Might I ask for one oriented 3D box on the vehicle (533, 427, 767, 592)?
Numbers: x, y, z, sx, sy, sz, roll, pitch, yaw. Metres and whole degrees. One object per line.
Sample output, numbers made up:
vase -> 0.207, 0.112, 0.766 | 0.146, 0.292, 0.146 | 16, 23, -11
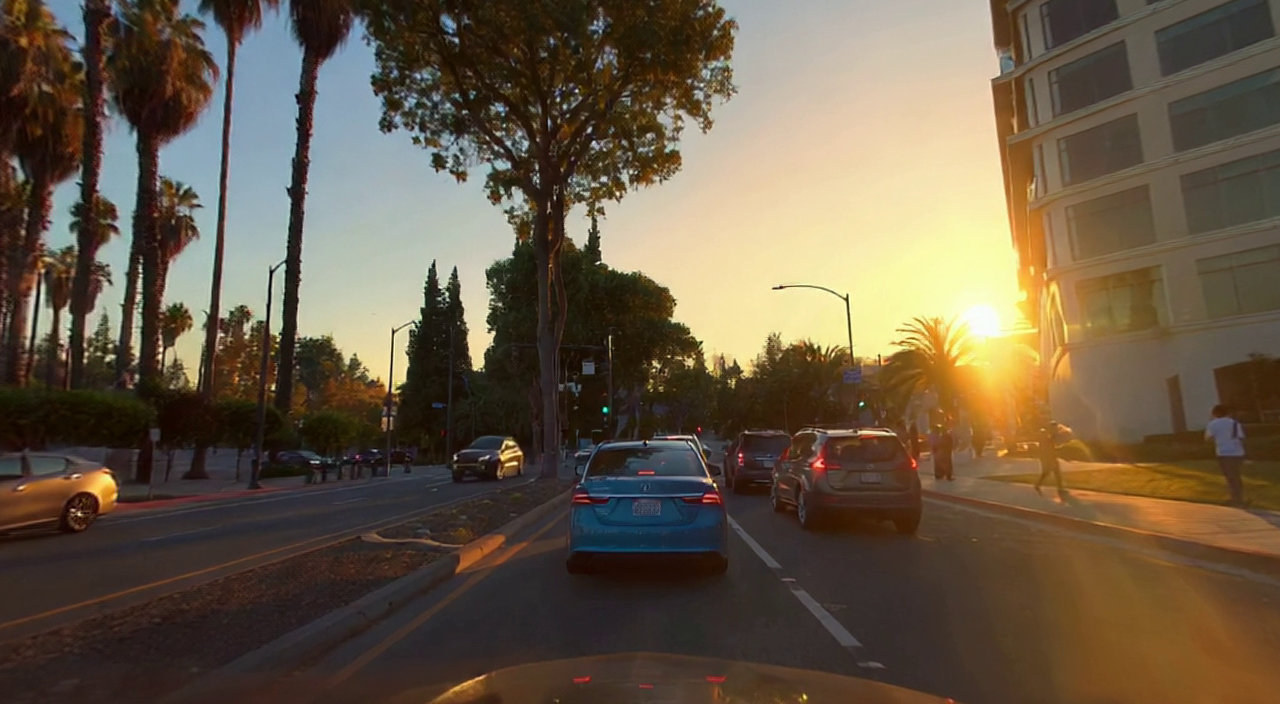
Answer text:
vehicle -> 0.133, 1.712, 7.708 | 2.088, 1.452, 3.993 | 0, -8, 1

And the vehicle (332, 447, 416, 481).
vehicle -> -13.194, 5.558, 31.682 | 1.965, 1.507, 4.725 | -1, -8, 3

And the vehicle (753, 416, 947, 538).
vehicle -> 3.394, 2.109, 11.254 | 2.003, 1.733, 4.319 | 0, -8, 1

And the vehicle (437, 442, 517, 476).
vehicle -> -7.348, 4.860, 28.948 | 1.898, 1.439, 4.540 | -1, -8, 8

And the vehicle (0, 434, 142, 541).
vehicle -> -13.062, 2.718, 12.294 | 2.240, 1.964, 5.707 | -6, -8, 0
